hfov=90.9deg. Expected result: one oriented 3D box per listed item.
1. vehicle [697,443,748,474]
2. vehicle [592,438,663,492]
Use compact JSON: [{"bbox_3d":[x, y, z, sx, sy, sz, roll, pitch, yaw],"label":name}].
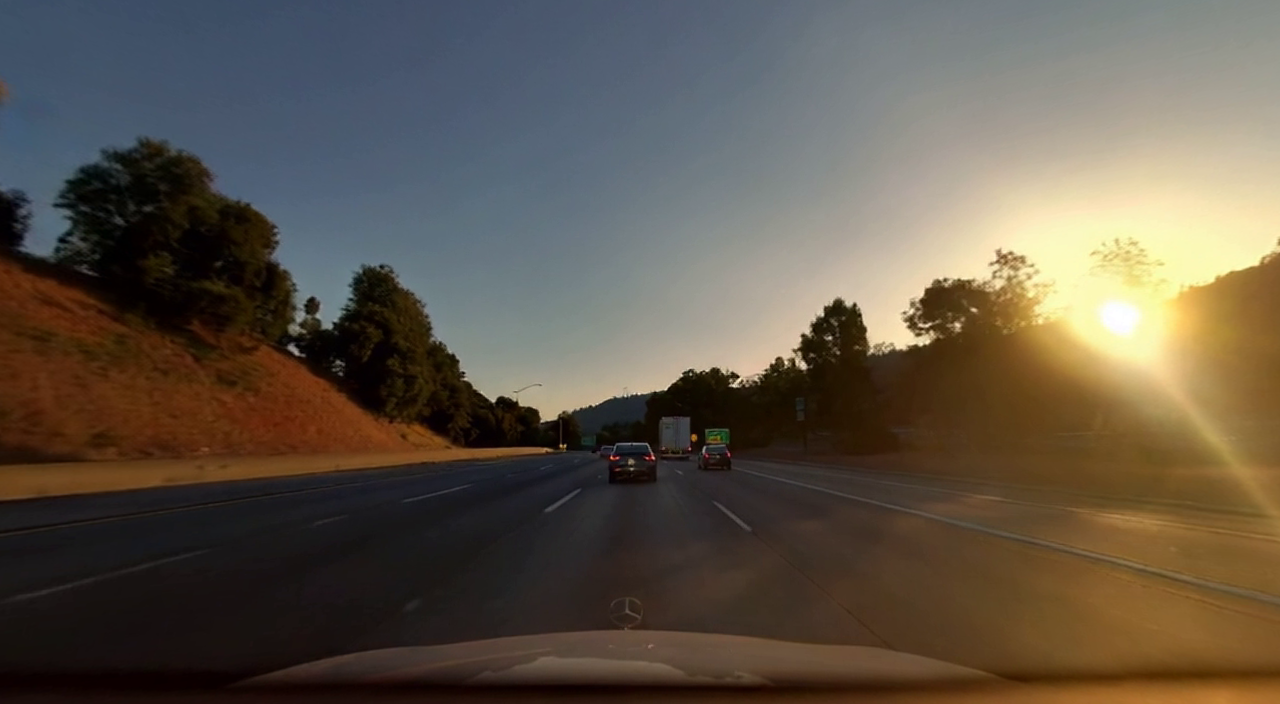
[{"bbox_3d":[4.158,5.426,32.324,1.971,1.472,4.301,0,-8,-1],"label":"vehicle"},{"bbox_3d":[-0.296,3.544,20.046,2.020,1.516,3.951,-1,-8,2],"label":"vehicle"}]
